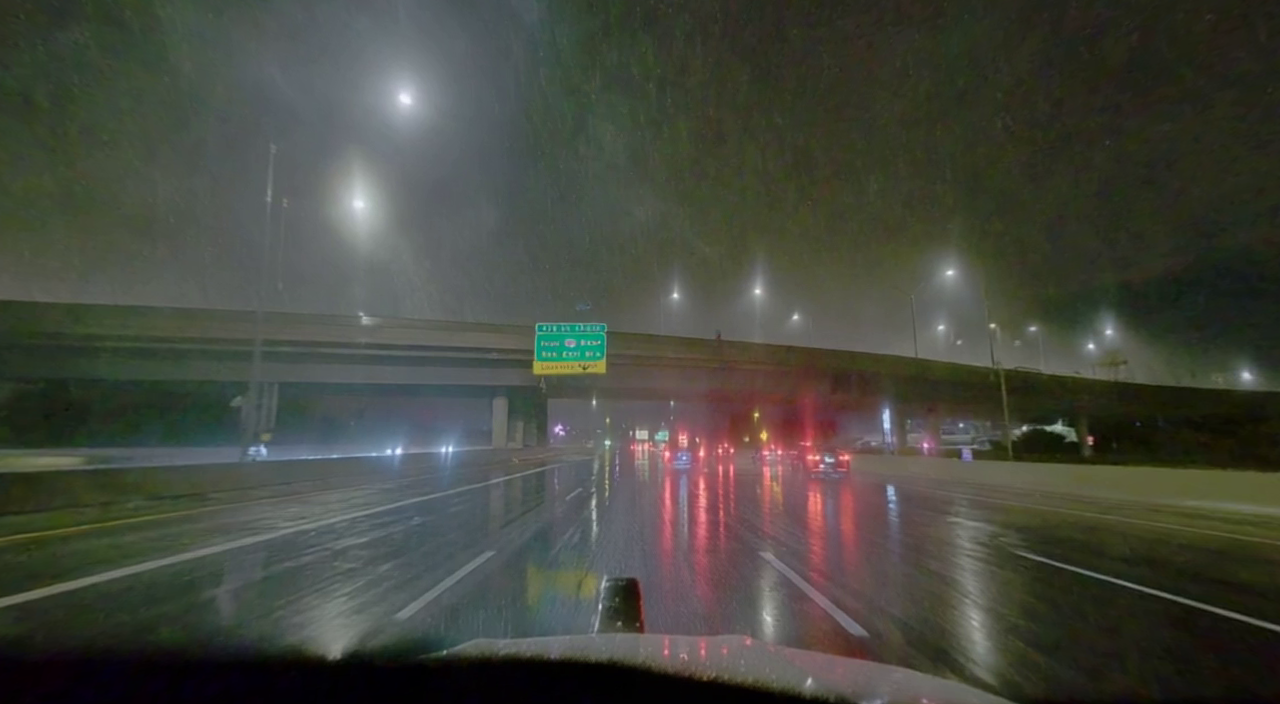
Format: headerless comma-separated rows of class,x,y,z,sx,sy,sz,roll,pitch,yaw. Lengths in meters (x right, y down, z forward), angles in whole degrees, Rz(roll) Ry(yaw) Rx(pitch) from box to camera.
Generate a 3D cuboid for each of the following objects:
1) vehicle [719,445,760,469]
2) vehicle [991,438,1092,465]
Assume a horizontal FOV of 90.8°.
vehicle,7.000,7.424,44.925,2.075,1.611,4.421,0,-8,-1
vehicle,23.677,5.880,37.518,1.821,1.479,5.004,3,-9,-18
